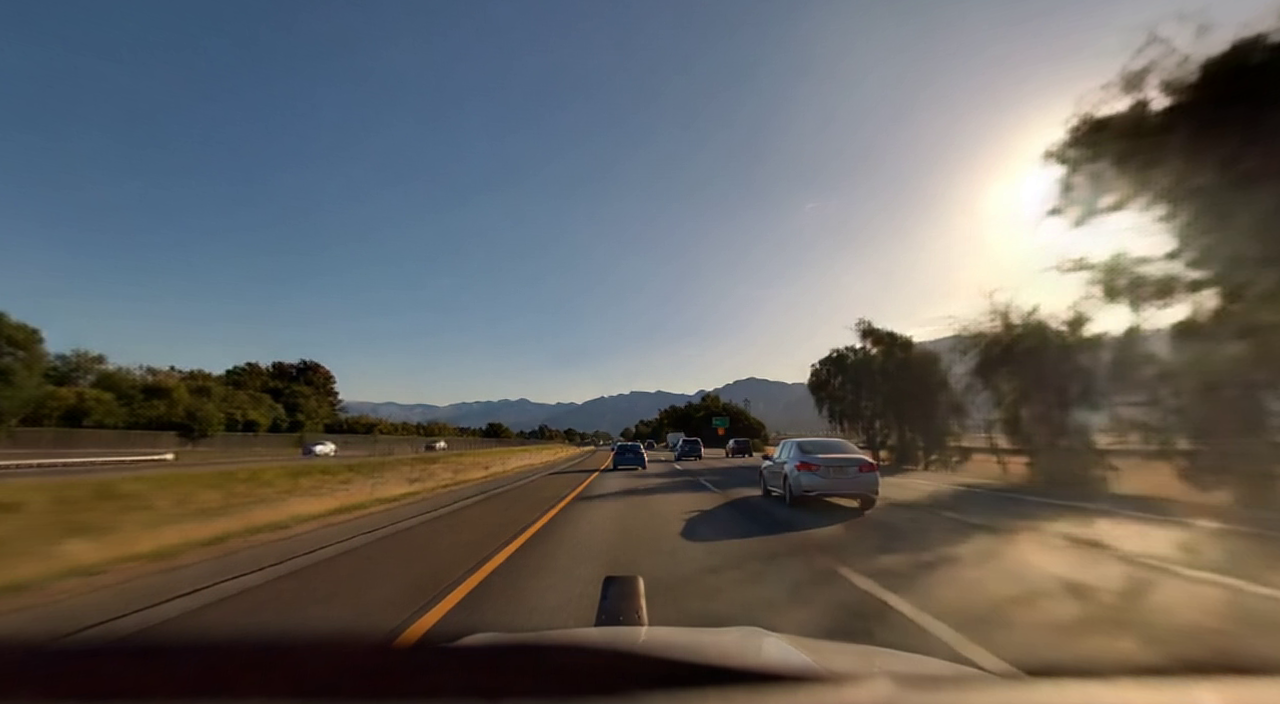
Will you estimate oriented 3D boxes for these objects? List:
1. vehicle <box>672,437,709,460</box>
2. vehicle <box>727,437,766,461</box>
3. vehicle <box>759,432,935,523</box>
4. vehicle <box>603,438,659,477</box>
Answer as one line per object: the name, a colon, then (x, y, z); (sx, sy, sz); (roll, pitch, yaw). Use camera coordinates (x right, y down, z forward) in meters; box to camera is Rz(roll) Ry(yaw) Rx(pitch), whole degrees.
vehicle: (3.822, 7.455, 48.604); (2.436, 1.704, 4.694); (0, -8, 0)
vehicle: (7.667, 7.041, 45.741); (1.996, 1.637, 3.990); (0, -9, -2)
vehicle: (3.772, 2.357, 12.370); (1.957, 1.447, 4.241); (0, -9, -1)
vehicle: (-0.331, 4.237, 25.475); (2.085, 1.449, 3.860); (0, -8, 0)
